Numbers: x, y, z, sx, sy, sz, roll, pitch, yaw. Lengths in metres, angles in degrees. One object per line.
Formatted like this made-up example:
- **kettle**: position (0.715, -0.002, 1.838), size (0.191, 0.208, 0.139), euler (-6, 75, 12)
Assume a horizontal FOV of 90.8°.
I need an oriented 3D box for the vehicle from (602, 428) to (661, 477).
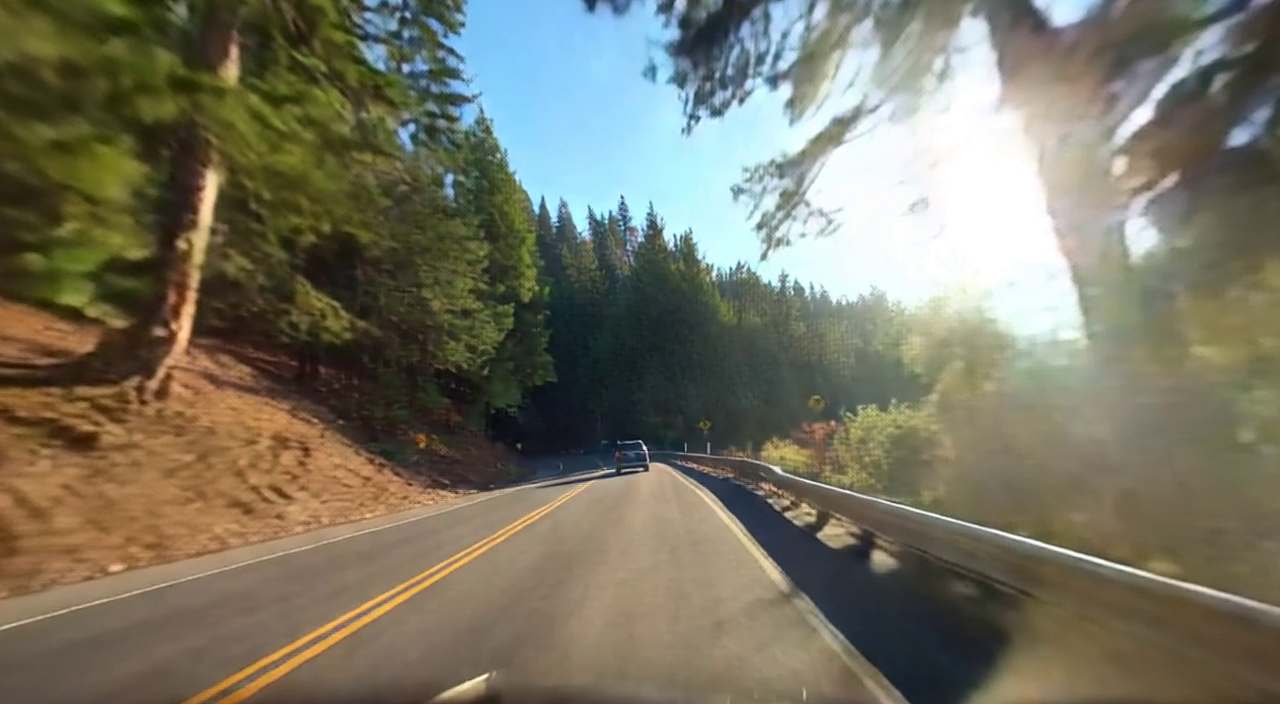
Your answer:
- **vehicle**: position (-0.445, 4.899, 31.016), size (2.469, 1.953, 5.605), euler (-5, -8, -2)
